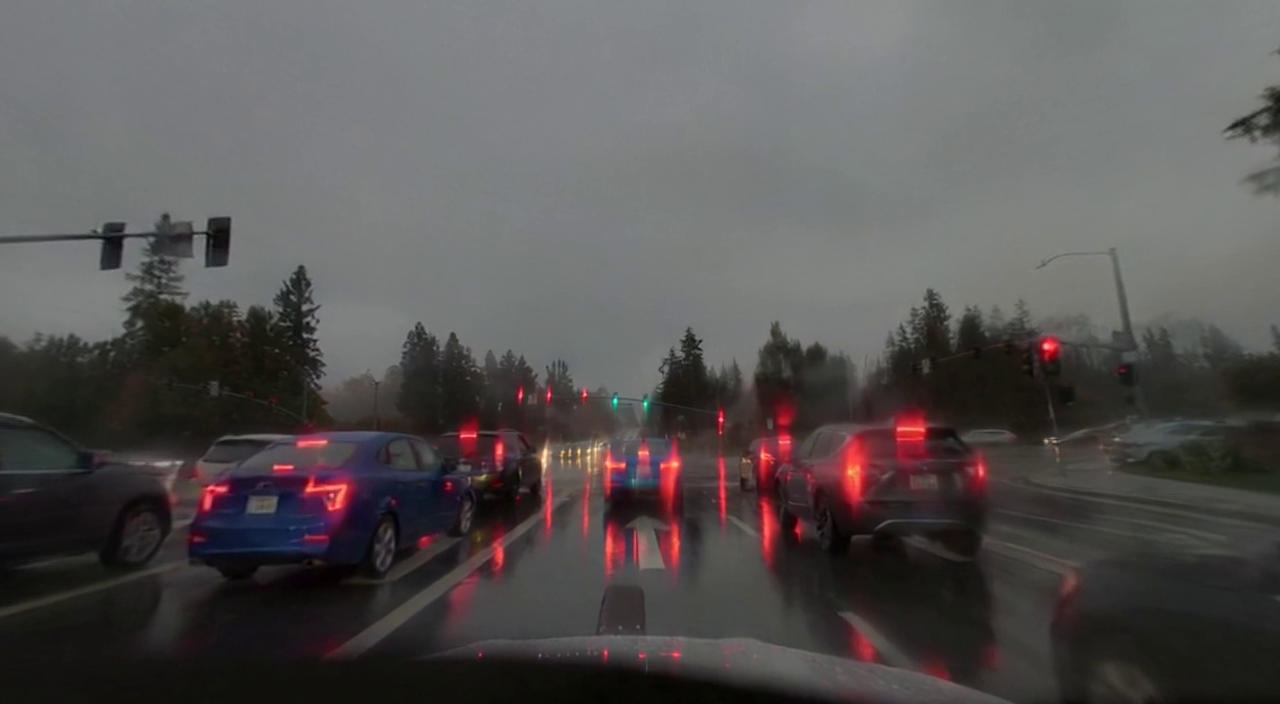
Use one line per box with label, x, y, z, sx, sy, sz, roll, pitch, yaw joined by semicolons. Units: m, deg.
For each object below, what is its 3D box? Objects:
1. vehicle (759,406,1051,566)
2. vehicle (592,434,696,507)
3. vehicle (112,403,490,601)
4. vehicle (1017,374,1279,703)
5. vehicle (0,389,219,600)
vehicle;3.247;1.761;8.972;2.178;1.691;4.314;0;-9;-1
vehicle;0.033;2.740;15.040;2.114;1.482;4.056;0;-9;-1
vehicle;-3.389;1.603;7.613;2.034;1.655;4.465;0;-9;0
vehicle;2.781;0.636;0.646;2.002;1.474;4.528;0;-9;0
vehicle;-6.618;1.303;5.912;2.116;1.812;4.609;0;-9;0
